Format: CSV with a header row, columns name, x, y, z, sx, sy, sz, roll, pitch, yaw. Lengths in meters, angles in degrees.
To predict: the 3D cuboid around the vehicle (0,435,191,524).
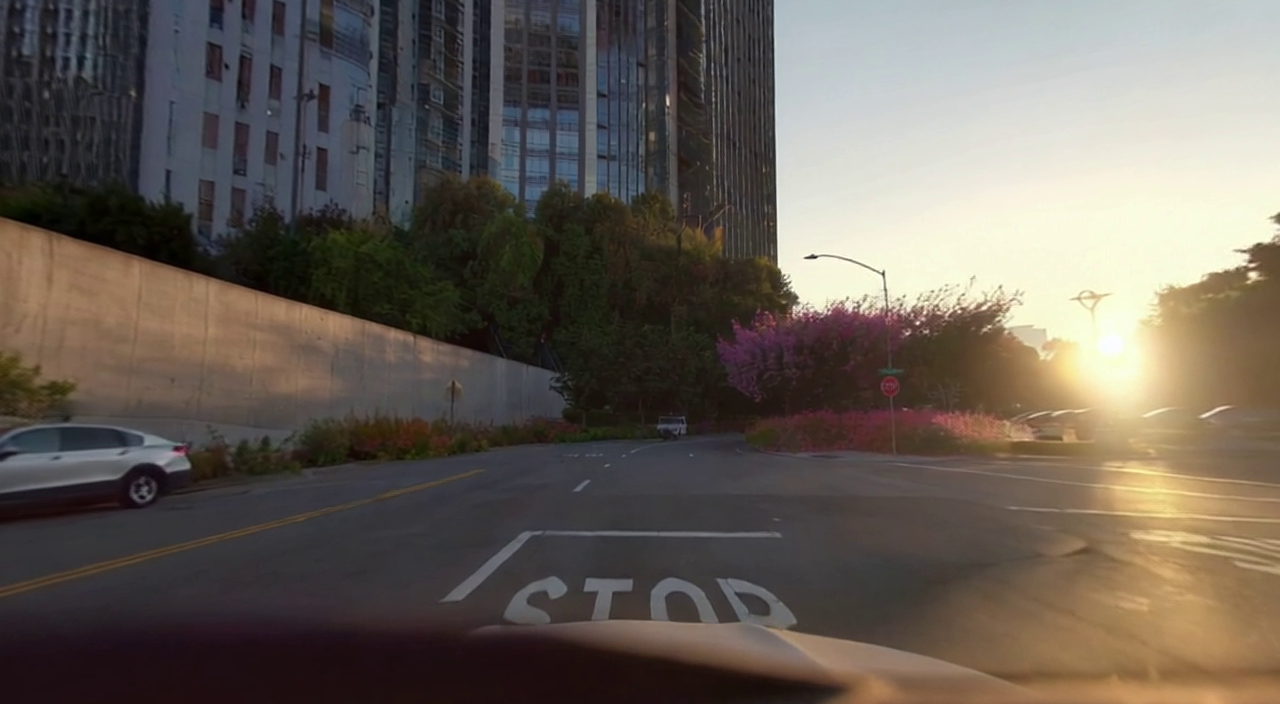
name,x,y,z,sx,sy,sz,roll,pitch,yaw
vehicle,-11.091,2.228,11.334,4.694,1.447,2.137,5,-10,-31
